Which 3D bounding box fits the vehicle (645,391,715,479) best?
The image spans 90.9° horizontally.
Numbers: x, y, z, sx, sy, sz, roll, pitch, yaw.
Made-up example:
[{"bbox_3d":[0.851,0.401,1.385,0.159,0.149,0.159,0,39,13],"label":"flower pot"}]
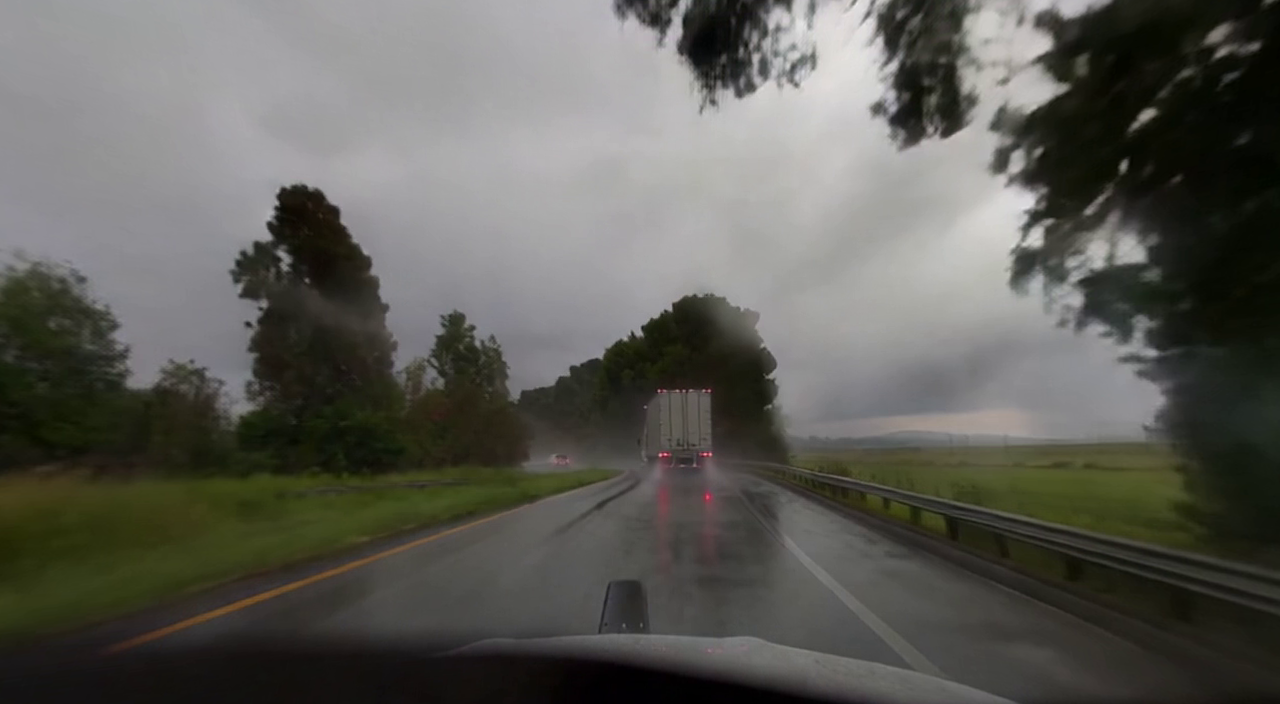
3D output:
[{"bbox_3d":[1.968,4.960,36.965,3.087,4.178,13.682,0,-8,0],"label":"vehicle"}]
